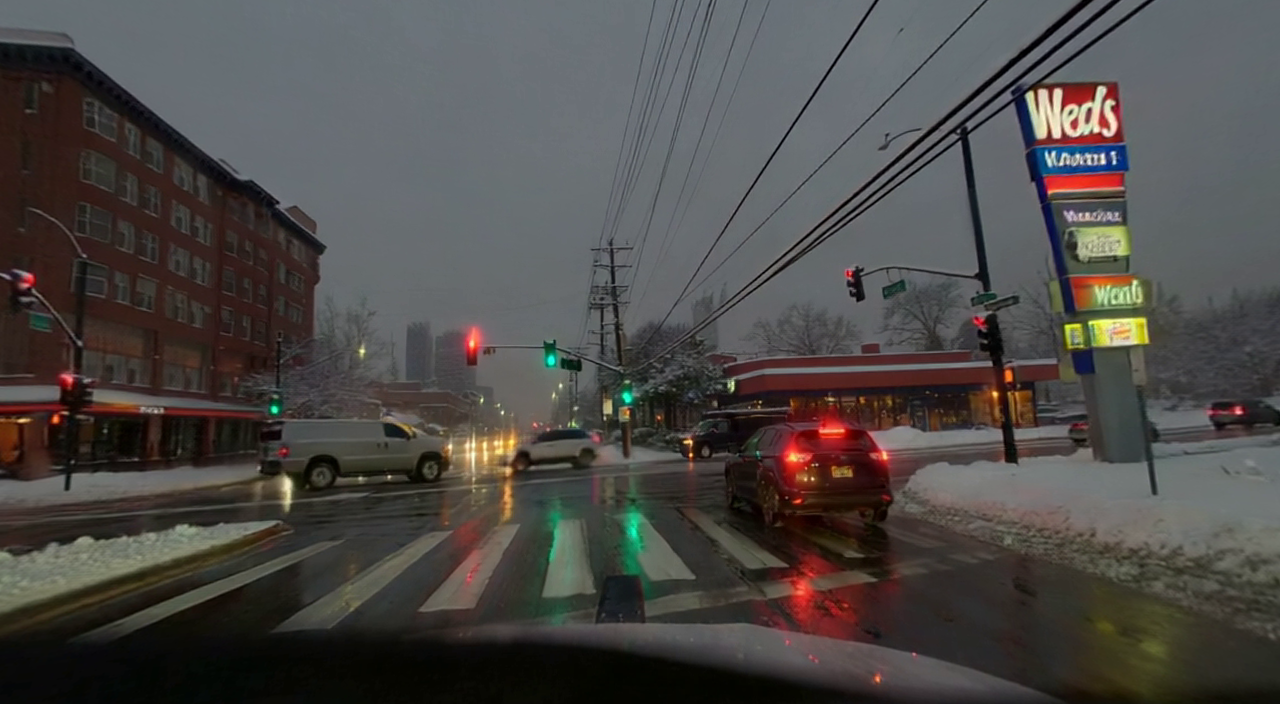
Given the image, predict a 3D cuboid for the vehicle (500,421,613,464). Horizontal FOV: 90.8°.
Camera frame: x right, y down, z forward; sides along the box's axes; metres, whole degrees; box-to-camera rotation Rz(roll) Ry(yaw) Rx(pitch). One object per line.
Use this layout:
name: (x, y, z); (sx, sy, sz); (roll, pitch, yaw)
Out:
vehicle: (-3.707, 4.053, 28.298); (4.599, 1.766, 1.938); (5, -10, -30)

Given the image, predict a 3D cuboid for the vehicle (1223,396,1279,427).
vehicle: (39.171, 3.813, 39.906); (4.637, 1.723, 1.911); (4, -10, -29)

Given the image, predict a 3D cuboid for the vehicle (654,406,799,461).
vehicle: (3.554, 3.345, 25.696); (5.588, 1.985, 2.374); (5, -10, -31)

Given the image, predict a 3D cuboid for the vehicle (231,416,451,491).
vehicle: (-8.831, 3.015, 19.010); (5.603, 1.938, 2.081); (6, -10, -36)

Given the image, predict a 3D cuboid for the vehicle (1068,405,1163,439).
vehicle: (23.031, 3.442, 30.564); (4.499, 1.524, 1.784); (4, -10, -28)

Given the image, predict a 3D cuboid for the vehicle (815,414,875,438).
vehicle: (16.041, 5.831, 49.416); (4.589, 1.730, 1.801); (5, -10, -31)
